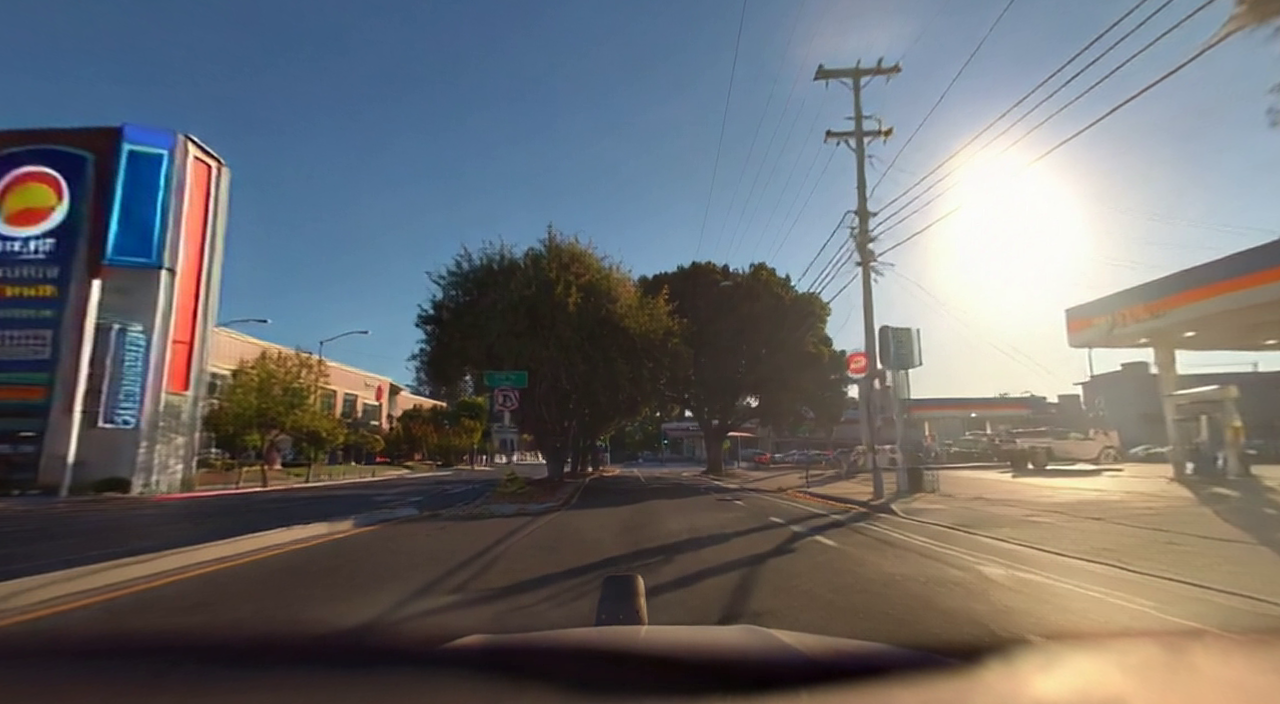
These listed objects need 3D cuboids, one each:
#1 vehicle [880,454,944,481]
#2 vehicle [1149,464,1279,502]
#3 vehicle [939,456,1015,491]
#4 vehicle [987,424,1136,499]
[{"bbox_3d":[20.564,8.696,47.656,4.694,1.845,2.086,6,-10,-33],"label":"vehicle"},{"bbox_3d":[25.901,5.881,28.683,2.113,1.461,3.997,0,-9,-1],"label":"vehicle"},{"bbox_3d":[18.581,6.674,35.073,2.041,1.674,4.301,2,-9,3],"label":"vehicle"},{"bbox_3d":[18.357,4.769,28.040,2.642,2.930,5.826,0,-9,2],"label":"vehicle"}]
